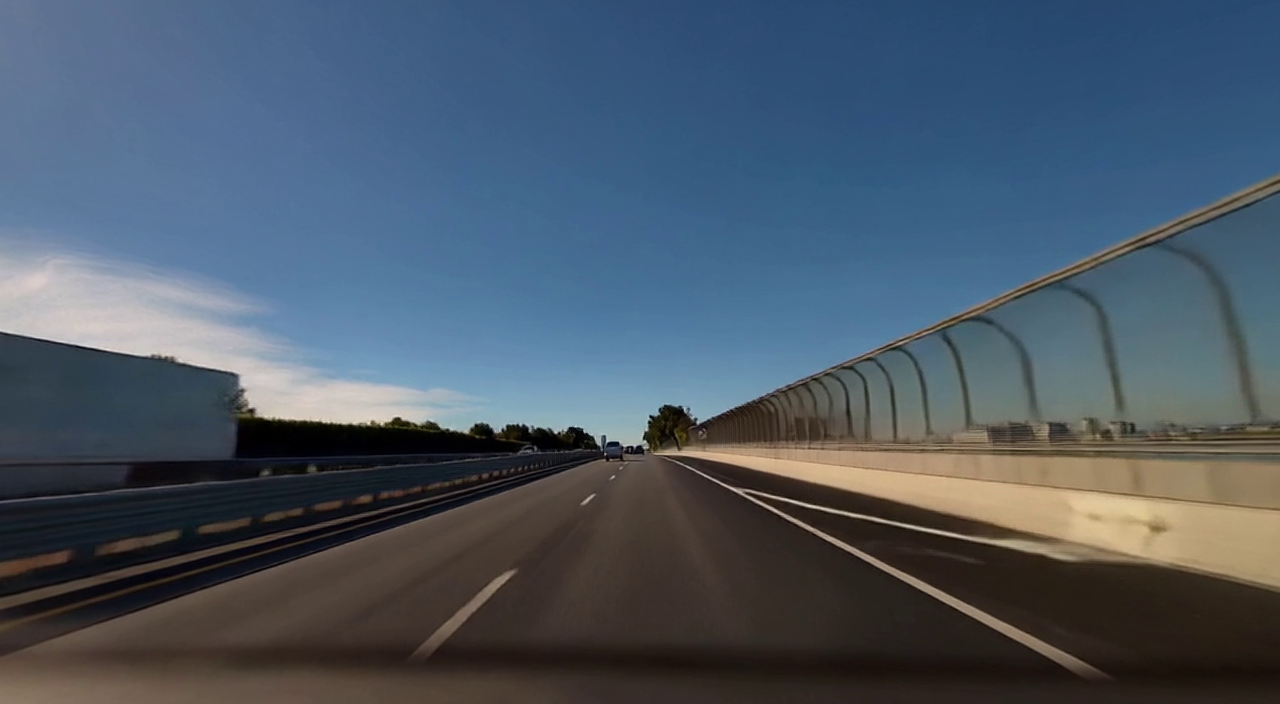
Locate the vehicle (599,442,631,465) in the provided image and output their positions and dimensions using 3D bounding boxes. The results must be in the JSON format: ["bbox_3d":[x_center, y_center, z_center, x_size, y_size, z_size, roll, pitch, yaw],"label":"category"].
[{"bbox_3d":[-1.711,7.106,44.146,2.050,1.530,4.144,0,-8,0],"label":"vehicle"}]

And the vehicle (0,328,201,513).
[{"bbox_3d":[-15.544,1.335,12.546,3.288,3.977,14.007,0,-8,1],"label":"vehicle"}]
